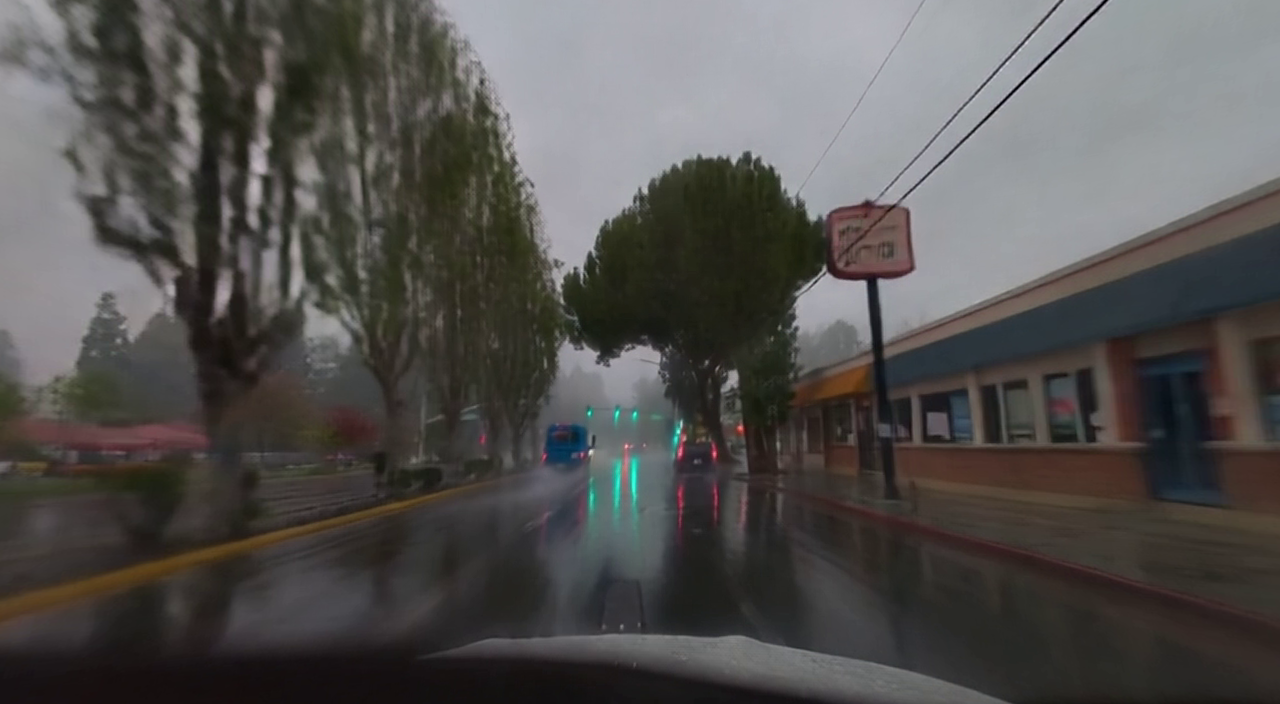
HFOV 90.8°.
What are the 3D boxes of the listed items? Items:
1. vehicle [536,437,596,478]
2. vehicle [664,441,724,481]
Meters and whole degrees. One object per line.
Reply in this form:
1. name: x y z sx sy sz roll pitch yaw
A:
1. vehicle: -3.453 5.049 30.583 2.464 1.777 5.128 0 -9 -2
2. vehicle: 2.135 4.476 26.133 2.103 1.487 4.101 0 -9 0
